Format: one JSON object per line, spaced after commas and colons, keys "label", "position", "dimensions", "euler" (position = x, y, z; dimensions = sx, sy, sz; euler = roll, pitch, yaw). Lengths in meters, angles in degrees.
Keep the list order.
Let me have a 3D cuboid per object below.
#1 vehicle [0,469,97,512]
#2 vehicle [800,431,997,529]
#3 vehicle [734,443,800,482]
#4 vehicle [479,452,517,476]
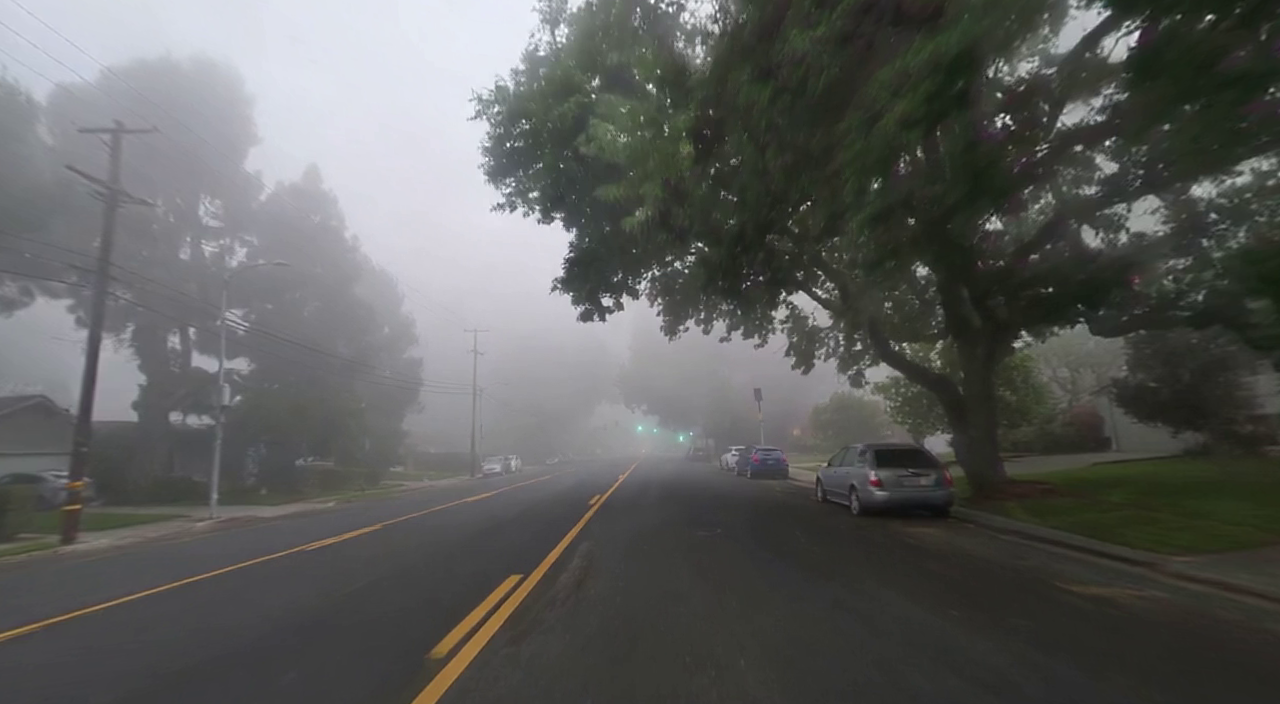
{"label": "vehicle", "position": [-23.317, 5.149, 23.572], "dimensions": [4.410, 1.440, 1.838], "euler": [0, -8, 1]}
{"label": "vehicle", "position": [4.771, 2.413, 12.568], "dimensions": [1.934, 1.573, 4.547], "euler": [0, -8, -1]}
{"label": "vehicle", "position": [5.247, 4.602, 26.657], "dimensions": [1.924, 1.516, 4.163], "euler": [0, -8, 0]}
{"label": "vehicle", "position": [-10.378, 8.216, 46.403], "dimensions": [1.845, 1.626, 4.105], "euler": [0, -8, -1]}
